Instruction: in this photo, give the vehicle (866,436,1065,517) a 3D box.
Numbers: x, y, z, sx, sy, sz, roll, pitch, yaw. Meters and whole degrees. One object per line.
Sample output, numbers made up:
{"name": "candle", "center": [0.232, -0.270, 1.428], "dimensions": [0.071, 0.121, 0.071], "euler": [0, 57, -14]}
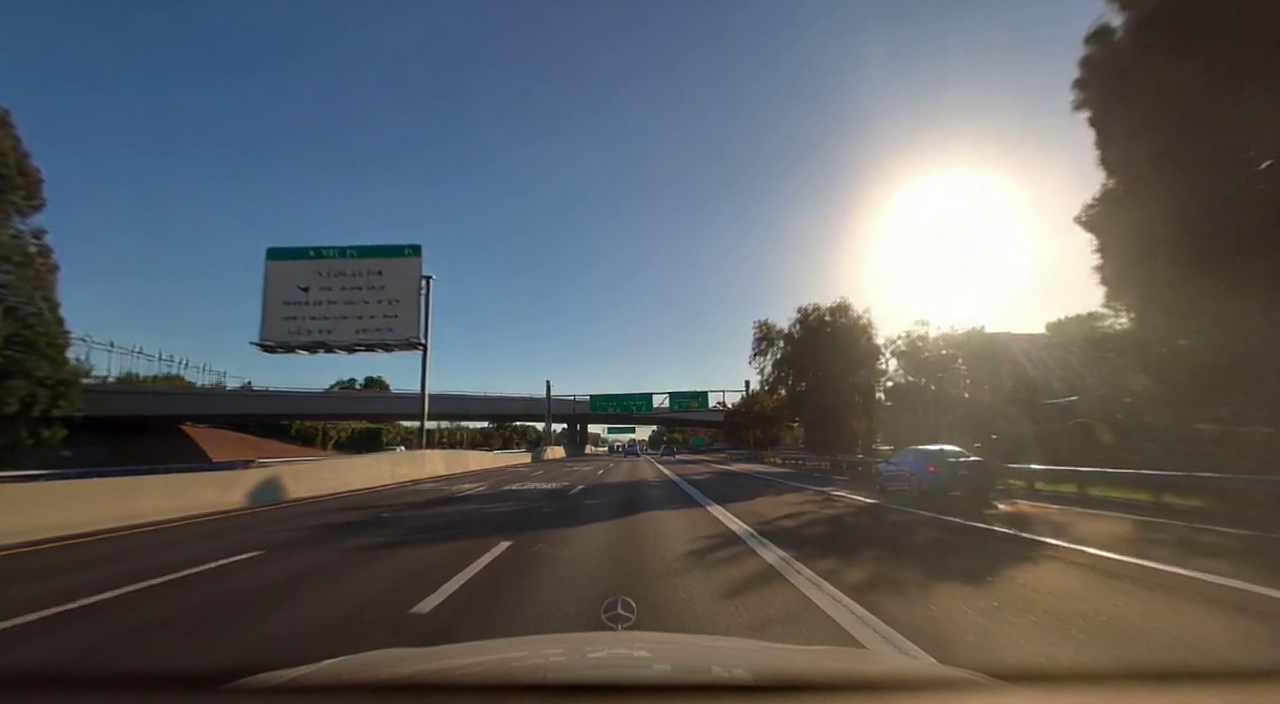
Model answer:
{"name": "vehicle", "center": [6.923, 2.641, 14.114], "dimensions": [1.958, 1.498, 4.447], "euler": [1, -8, -2]}
